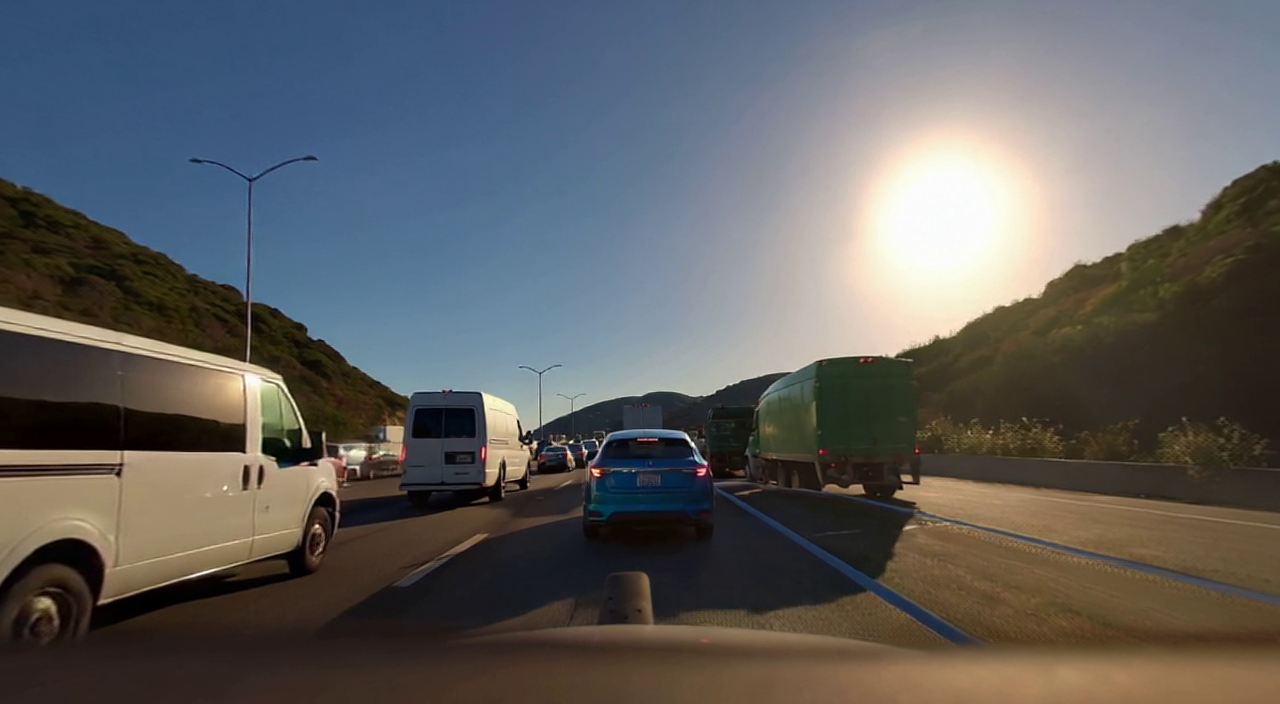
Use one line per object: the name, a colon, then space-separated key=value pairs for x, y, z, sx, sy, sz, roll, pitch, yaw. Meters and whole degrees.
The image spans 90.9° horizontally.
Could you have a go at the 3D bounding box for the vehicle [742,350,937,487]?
vehicle: x=6.573 y=2.679 z=23.533 sx=2.977 sy=3.878 sz=11.111 roll=0 pitch=-8 yaw=-3

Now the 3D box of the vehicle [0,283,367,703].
vehicle: x=-4.257 y=0.909 z=4.423 sx=2.195 sy=2.086 sz=5.445 roll=0 pitch=-8 yaw=0

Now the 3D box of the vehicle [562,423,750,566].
vehicle: x=0.120 y=1.811 z=8.754 sx=2.003 sy=1.499 sz=3.930 roll=0 pitch=-8 yaw=-2

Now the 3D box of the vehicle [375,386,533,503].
vehicle: x=-4.515 y=2.420 z=16.576 sx=2.300 sy=2.522 sz=5.701 roll=-1 pitch=-8 yaw=1
